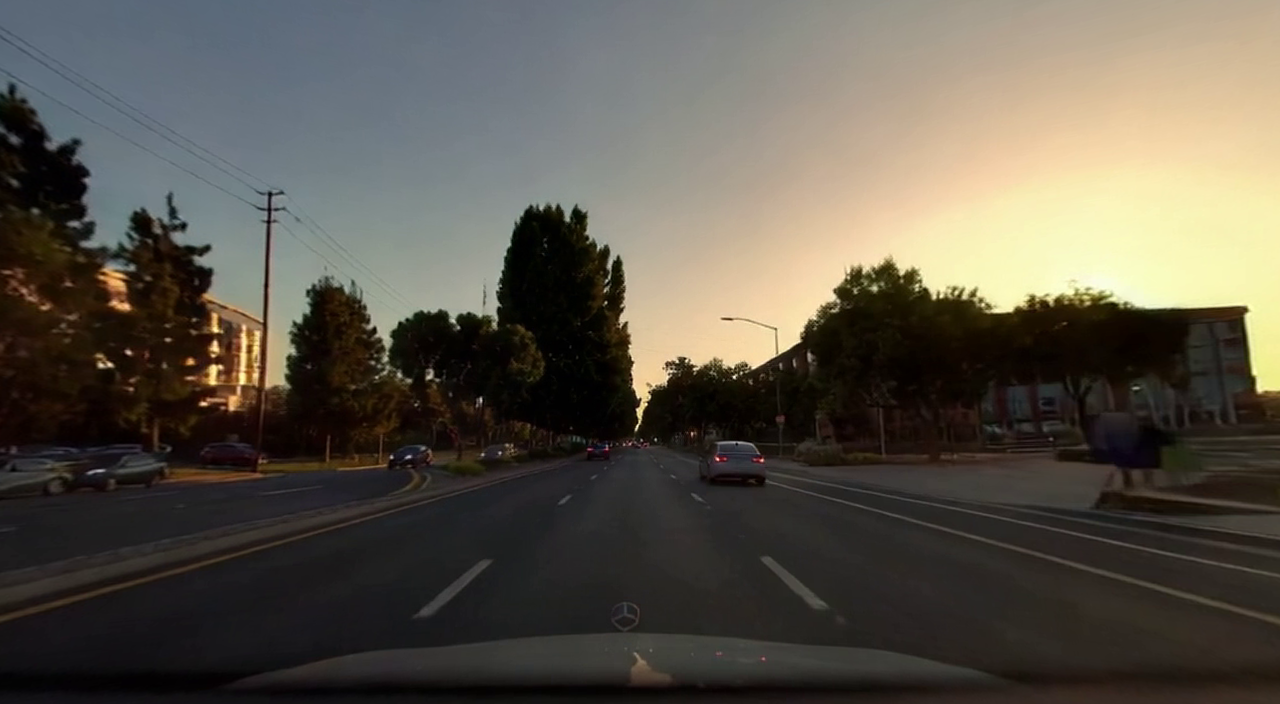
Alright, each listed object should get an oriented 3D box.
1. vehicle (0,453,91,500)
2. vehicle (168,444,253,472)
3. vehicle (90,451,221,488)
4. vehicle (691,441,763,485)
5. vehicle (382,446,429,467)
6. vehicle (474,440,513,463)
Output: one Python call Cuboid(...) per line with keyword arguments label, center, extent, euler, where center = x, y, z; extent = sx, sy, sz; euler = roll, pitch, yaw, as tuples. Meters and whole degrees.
Cuboid(label="vehicle", center=(-22.383, 4.359, 22.262), extent=(1.865, 1.507, 4.631), euler=(0, -9, 0))
Cuboid(label="vehicle", center=(-30.400, 7.510, 44.820), extent=(4.409, 1.912, 2.090), euler=(0, -9, 0))
Cuboid(label="vehicle", center=(-22.398, 5.415, 29.553), extent=(2.098, 1.510, 5.072), euler=(0, -9, 0))
Cuboid(label="vehicle", center=(3.121, 4.090, 23.589), extent=(1.966, 1.449, 4.290), euler=(0, -9, -1))
Cuboid(label="vehicle", center=(-17.496, 7.780, 47.248), extent=(1.897, 1.507, 4.132), euler=(0, -9, 0))
Cuboid(label="vehicle", center=(-11.436, 7.816, 49.588), extent=(2.027, 1.716, 4.357), euler=(0, -9, 0))
